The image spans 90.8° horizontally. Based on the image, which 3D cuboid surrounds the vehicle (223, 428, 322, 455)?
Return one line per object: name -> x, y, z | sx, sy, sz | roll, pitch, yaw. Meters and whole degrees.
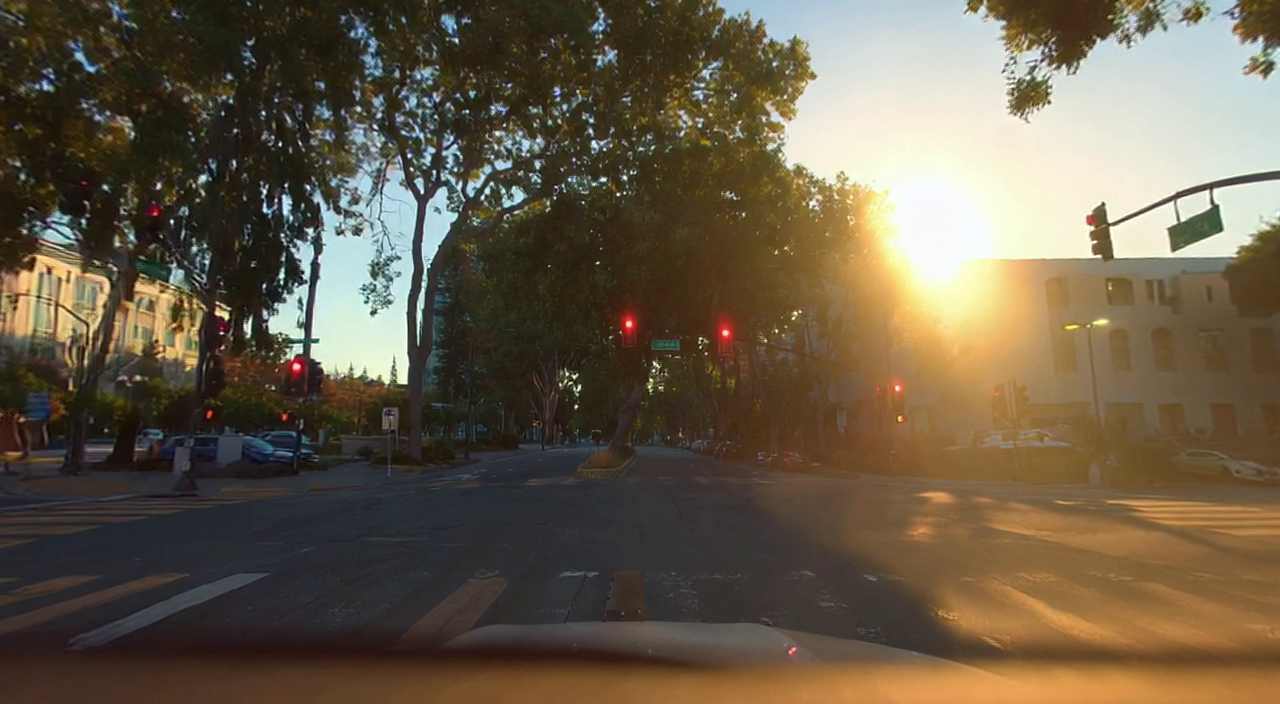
vehicle -> -22.407, 5.510, 38.709 | 4.765, 1.593, 1.891 | 1, -9, -8
